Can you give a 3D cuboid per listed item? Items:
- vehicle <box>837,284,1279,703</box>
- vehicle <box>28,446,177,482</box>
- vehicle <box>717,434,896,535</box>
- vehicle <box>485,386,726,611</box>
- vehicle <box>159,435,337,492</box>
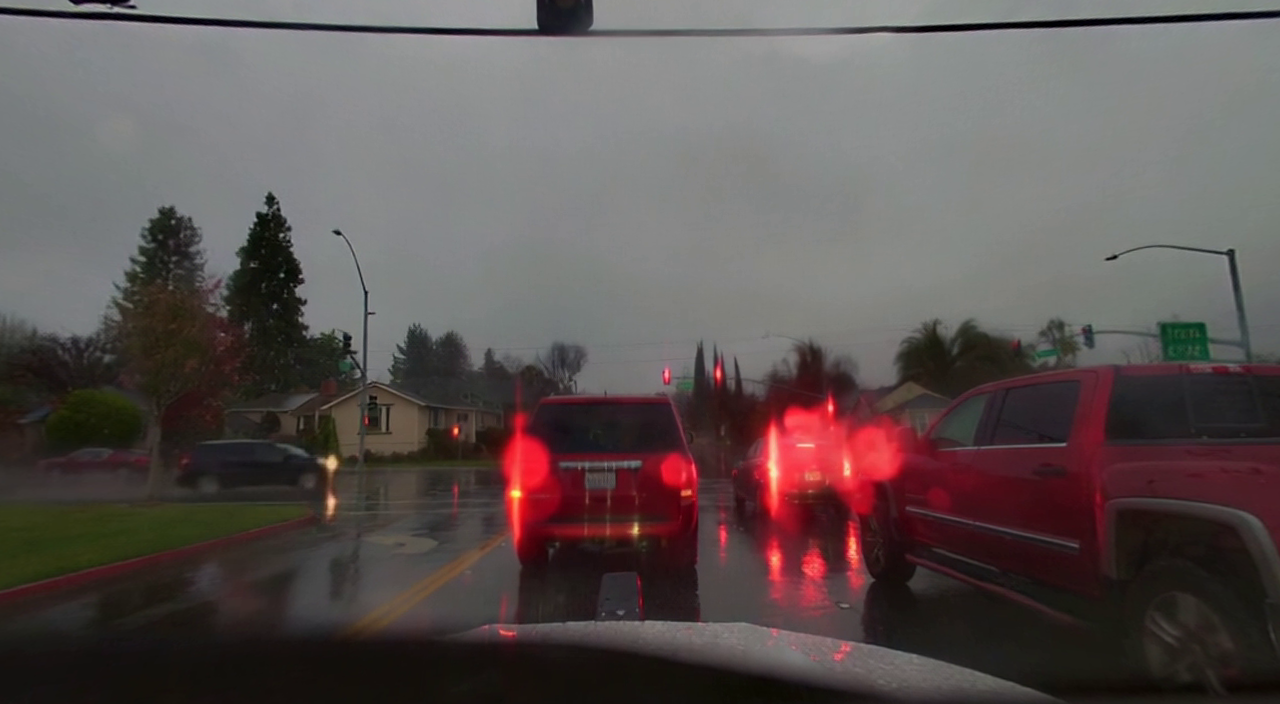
[{"bbox_3d":[2.982,0.972,3.795,1.886,1.849,5.070,0,-8,-1],"label":"vehicle"},{"bbox_3d":[-22.899,4.782,27.079,4.533,1.350,1.714,0,-8,-9],"label":"vehicle"},{"bbox_3d":[2.719,2.268,11.537,1.952,1.465,4.421,0,-8,-1],"label":"vehicle"},{"bbox_3d":[-0.229,1.411,6.808,1.915,1.780,3.379,0,-8,2],"label":"vehicle"},{"bbox_3d":[-13.031,3.714,21.310,4.635,1.755,1.882,1,-8,-8],"label":"vehicle"}]
